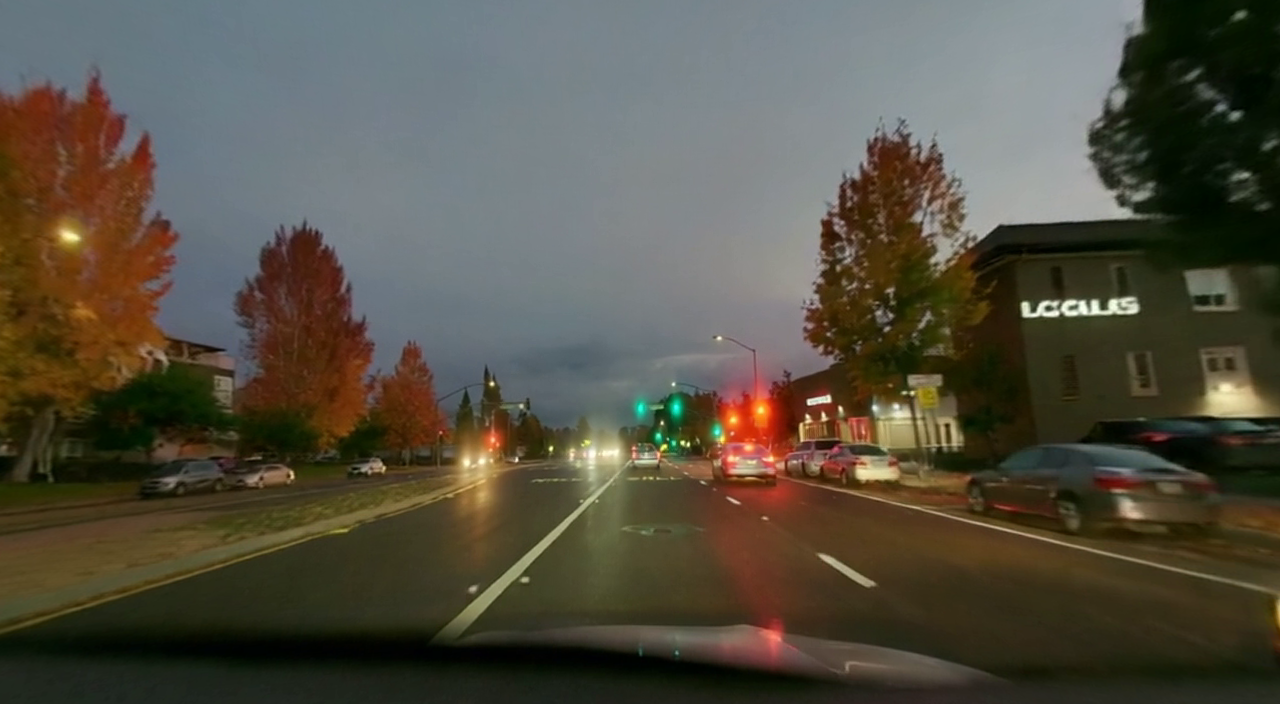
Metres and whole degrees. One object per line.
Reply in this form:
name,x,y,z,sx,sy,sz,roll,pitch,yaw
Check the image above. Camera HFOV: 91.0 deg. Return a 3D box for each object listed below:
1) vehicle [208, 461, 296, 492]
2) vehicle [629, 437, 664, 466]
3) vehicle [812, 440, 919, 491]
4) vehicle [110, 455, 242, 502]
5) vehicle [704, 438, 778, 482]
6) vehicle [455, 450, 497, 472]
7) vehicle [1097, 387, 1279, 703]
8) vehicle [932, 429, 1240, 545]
vehicle,-21.929,7.025,35.826,1.930,1.542,4.817,0,-8,0
vehicle,0.444,6.717,42.628,2.239,1.856,4.815,0,-8,0
vehicle,7.326,3.716,20.993,1.928,1.480,4.464,0,-8,1
vehicle,-21.895,5.929,30.083,2.142,1.900,5.489,0,-8,0
vehicle,3.868,4.213,24.909,2.178,1.546,4.311,0,-8,0
vehicle,-12.177,8.093,47.017,1.988,1.508,4.650,0,-8,-1
vehicle,3.299,0.666,0.830,1.977,1.498,4.521,0,-8,0
vehicle,6.994,2.137,10.661,2.028,1.532,4.379,0,-8,1
